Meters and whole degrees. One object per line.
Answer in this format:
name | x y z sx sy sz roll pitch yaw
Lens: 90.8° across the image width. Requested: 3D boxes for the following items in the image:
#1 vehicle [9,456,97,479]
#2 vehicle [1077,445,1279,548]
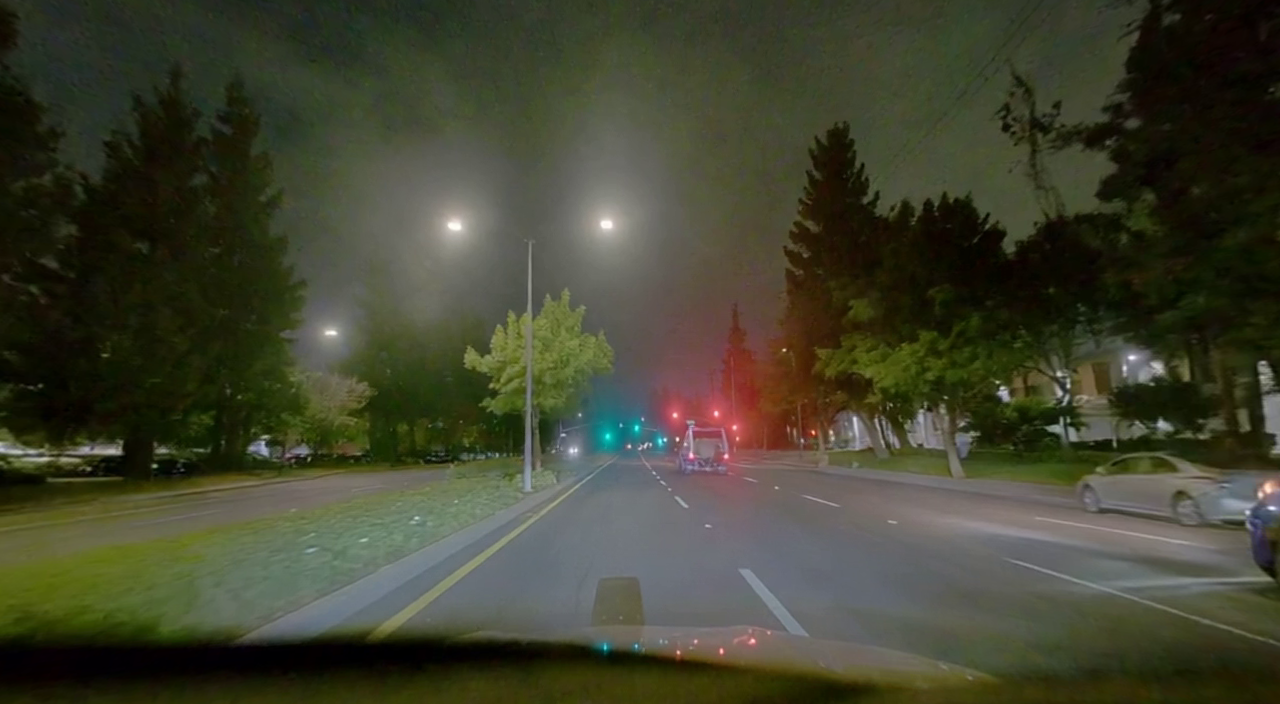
vehicle | -41.881 8.240 45.156 4.408 1.611 1.902 0 -8 2
vehicle | 10.077 2.280 10.495 1.987 1.441 5.005 0 -8 -1
